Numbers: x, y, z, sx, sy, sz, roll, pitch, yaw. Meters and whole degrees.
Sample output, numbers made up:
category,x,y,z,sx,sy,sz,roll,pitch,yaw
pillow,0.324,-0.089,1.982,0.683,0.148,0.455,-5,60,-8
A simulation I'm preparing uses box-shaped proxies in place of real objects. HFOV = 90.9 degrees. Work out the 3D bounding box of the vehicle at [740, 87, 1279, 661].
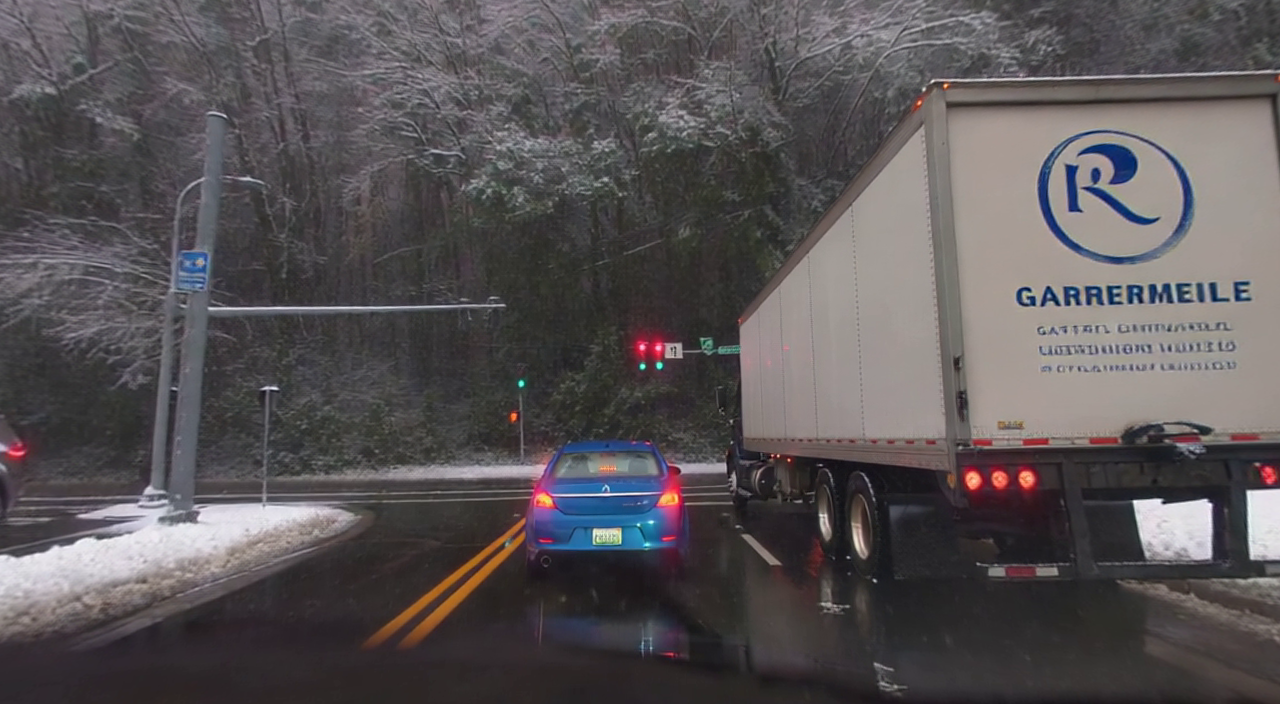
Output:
category,x,y,z,sx,sy,sz,roll,pitch,yaw
vehicle,3.552,0.767,8.939,2.884,3.753,9.763,0,-9,2

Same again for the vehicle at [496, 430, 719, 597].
category,x,y,z,sx,sy,sz,roll,pitch,yaw
vehicle,-0.322,1.706,7.423,1.975,1.457,3.526,0,-9,-1
